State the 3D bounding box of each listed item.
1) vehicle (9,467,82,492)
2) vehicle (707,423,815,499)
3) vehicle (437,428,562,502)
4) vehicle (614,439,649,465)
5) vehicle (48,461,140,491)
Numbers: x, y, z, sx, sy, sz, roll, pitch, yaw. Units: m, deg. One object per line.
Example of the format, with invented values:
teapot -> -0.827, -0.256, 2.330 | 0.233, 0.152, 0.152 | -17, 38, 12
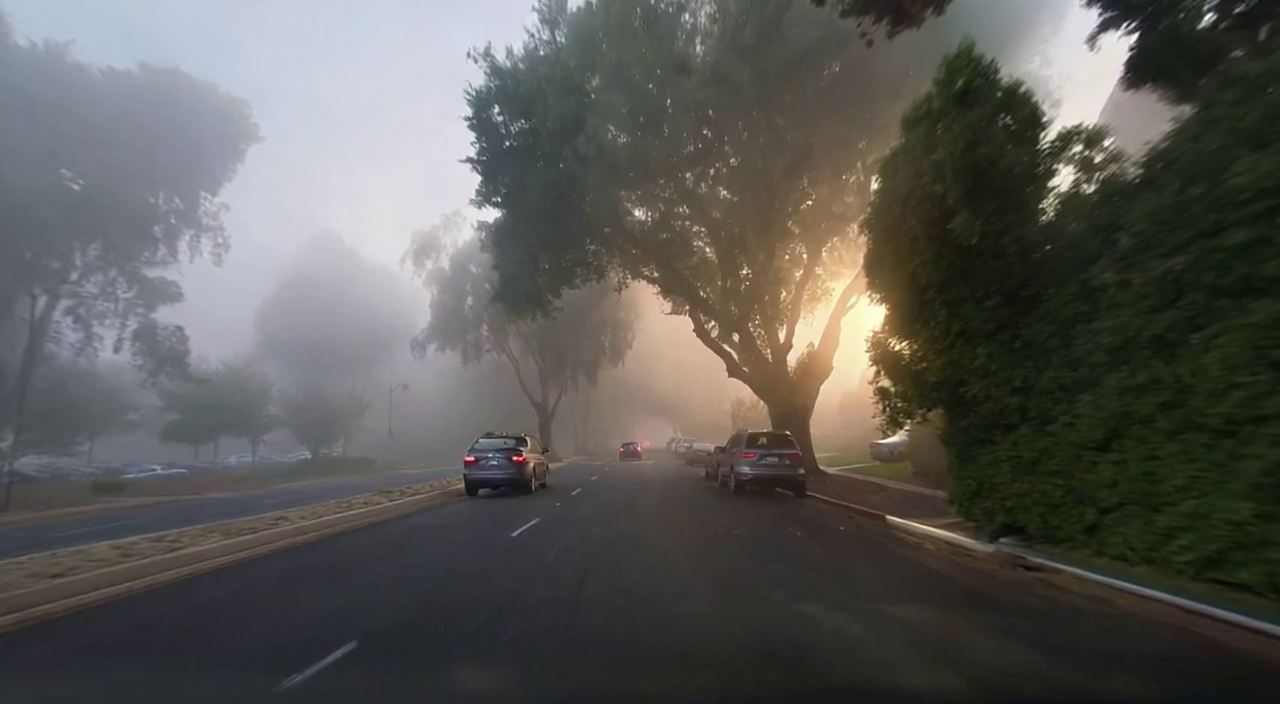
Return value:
vehicle -> -42.090, 9.000, 44.757 | 3.582, 1.568, 1.999 | 8, -12, -43
vehicle -> 3.280, 3.102, 18.378 | 2.090, 1.839, 5.495 | 0, -8, 0
vehicle -> -3.511, 2.936, 16.827 | 2.129, 1.668, 4.722 | 0, -8, 1
vehicle -> -0.502, 6.489, 41.157 | 2.142, 1.548, 4.273 | 0, -8, 0
vehicle -> -38.276, 8.641, 44.381 | 2.093, 1.866, 4.589 | -8, -12, 44
